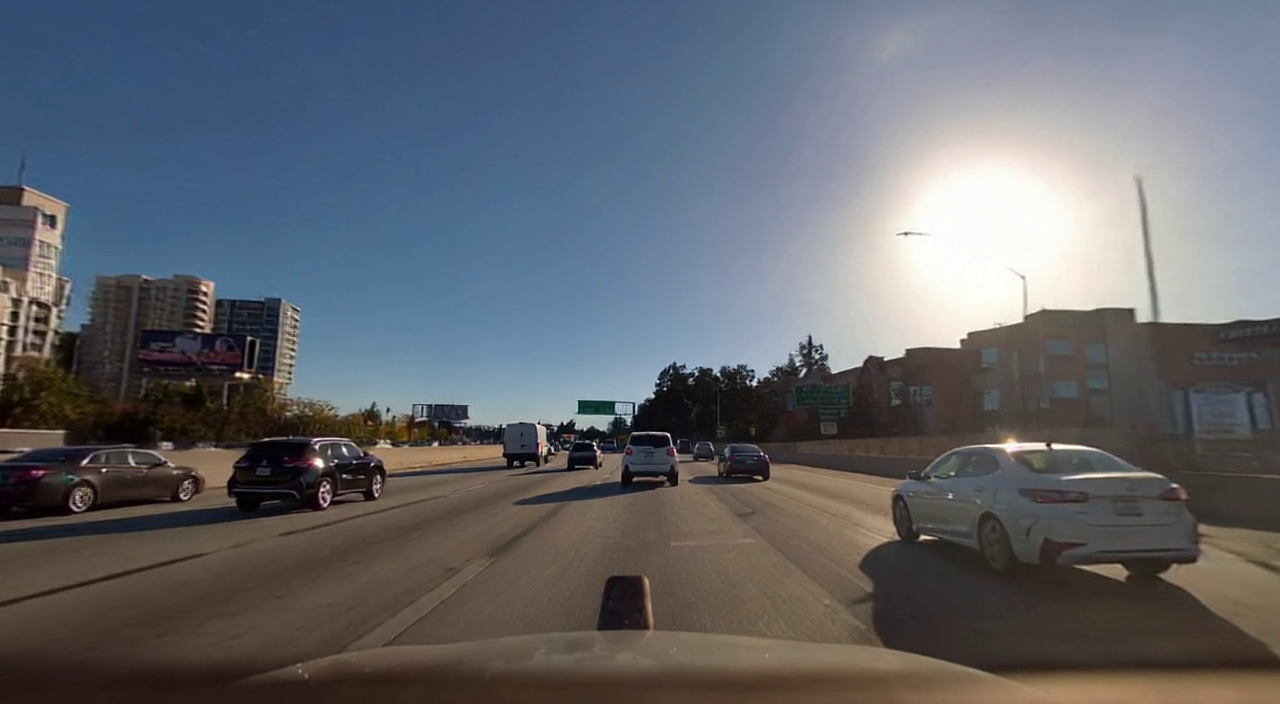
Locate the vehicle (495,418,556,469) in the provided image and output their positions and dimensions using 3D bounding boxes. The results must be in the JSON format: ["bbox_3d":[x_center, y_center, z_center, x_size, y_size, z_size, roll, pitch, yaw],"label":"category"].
[{"bbox_3d":[-6.889,5.645,38.921,2.358,2.817,7.055,0,-8,0],"label":"vehicle"}]

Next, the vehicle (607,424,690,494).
[{"bbox_3d":[0.260,3.188,19.128,2.209,1.863,4.626,0,-8,1],"label":"vehicle"}]

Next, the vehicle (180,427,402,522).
[{"bbox_3d":[-6.956,2.466,13.295,2.021,1.632,4.417,0,-8,2],"label":"vehicle"}]

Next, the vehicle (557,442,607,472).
[{"bbox_3d":[-2.992,5.524,33.429,2.079,1.499,4.512,0,-8,2],"label":"vehicle"}]

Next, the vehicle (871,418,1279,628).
[{"bbox_3d":[4.313,1.553,6.814,1.915,1.482,4.537,0,-8,0],"label":"vehicle"}]

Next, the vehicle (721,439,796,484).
[{"bbox_3d":[4.309,4.047,23.686,1.942,1.487,4.518,0,-8,0],"label":"vehicle"}]

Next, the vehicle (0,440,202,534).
[{"bbox_3d":[-10.823,2.380,11.747,1.970,1.441,4.555,0,-8,1],"label":"vehicle"}]

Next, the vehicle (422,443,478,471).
[{"bbox_3d":[-10.725,5.946,35.842,1.923,1.480,3.905,0,-8,1],"label":"vehicle"}]
